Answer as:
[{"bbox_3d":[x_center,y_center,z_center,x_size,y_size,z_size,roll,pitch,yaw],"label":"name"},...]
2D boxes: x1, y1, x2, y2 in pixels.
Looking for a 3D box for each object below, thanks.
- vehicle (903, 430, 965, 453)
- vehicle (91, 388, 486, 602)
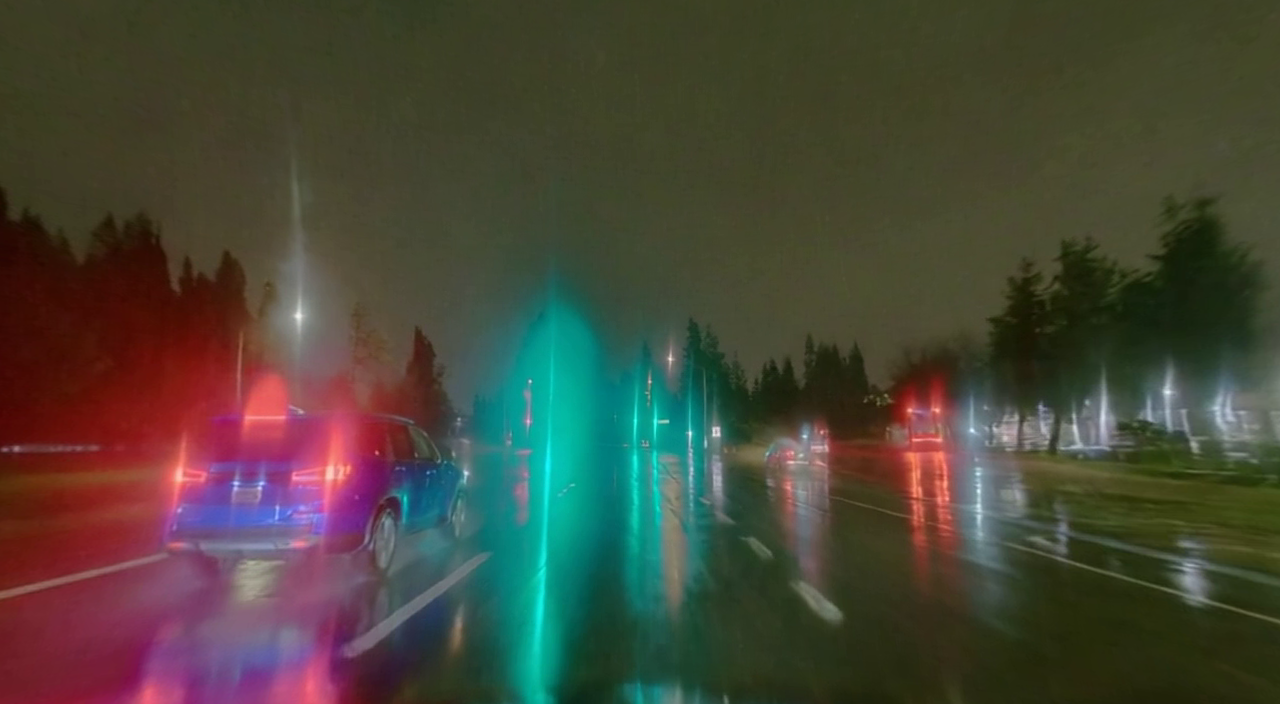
[{"bbox_3d":[23.288,7.102,49.909,4.000,1.458,1.640,-4,-6,0],"label":"vehicle"},{"bbox_3d":[-3.387,1.478,7.387,2.033,1.713,4.503,0,-8,0],"label":"vehicle"}]
